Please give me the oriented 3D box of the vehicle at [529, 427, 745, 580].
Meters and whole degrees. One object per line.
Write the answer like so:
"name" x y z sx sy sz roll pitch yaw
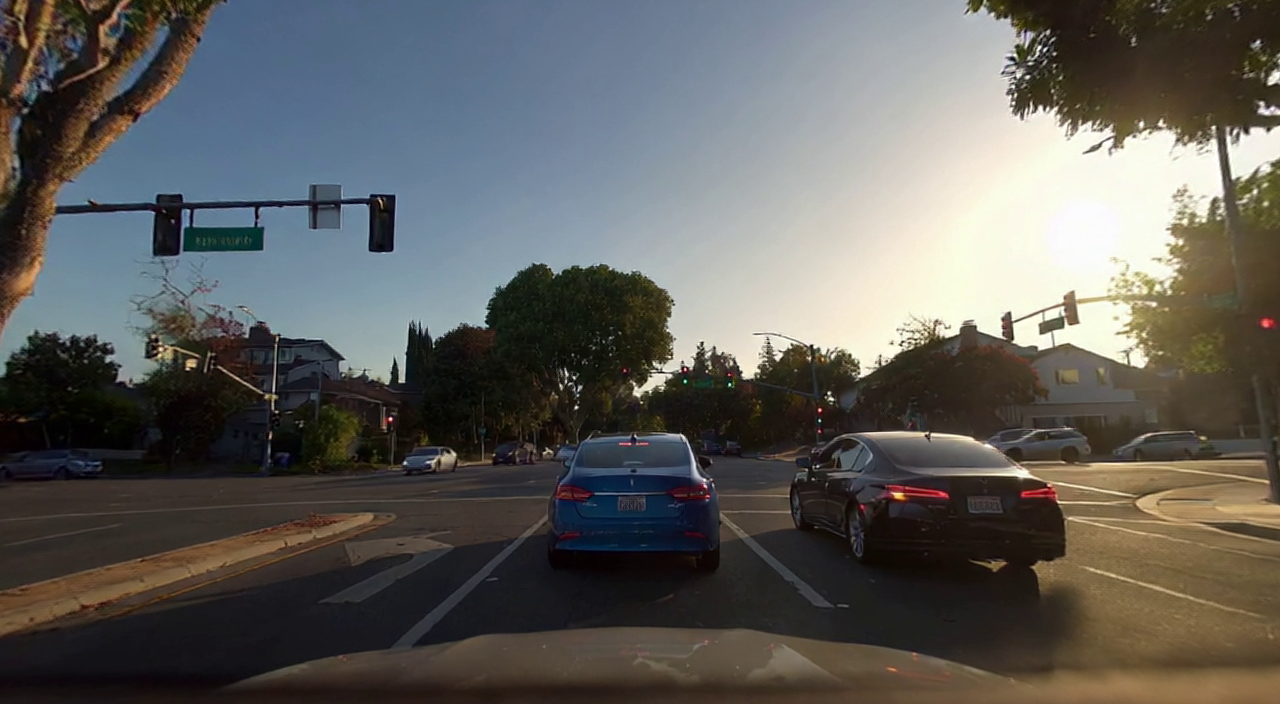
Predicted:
"vehicle" -0.050 1.784 8.254 2.103 1.478 4.073 0 -8 -1

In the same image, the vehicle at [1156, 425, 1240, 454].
"vehicle" 41.733 6.583 47.343 4.388 2.079 1.960 0 -8 -2

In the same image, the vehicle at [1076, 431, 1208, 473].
"vehicle" 23.998 4.783 30.311 4.520 1.762 2.005 -2 -8 -1

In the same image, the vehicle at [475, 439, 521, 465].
"vehicle" -10.916 7.745 49.100 2.376 1.916 4.899 0 -8 1

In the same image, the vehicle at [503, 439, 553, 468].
"vehicle" -7.439 6.797 42.453 2.383 1.779 4.973 0 -8 1

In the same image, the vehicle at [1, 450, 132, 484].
"vehicle" -28.126 5.615 31.072 4.538 1.591 1.949 0 -8 1

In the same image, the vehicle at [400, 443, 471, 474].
"vehicle" -11.214 5.853 35.031 2.102 1.531 5.072 0 -8 1

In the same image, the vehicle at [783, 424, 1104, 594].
"vehicle" 3.189 1.714 7.772 1.913 1.505 4.097 0 -8 0
